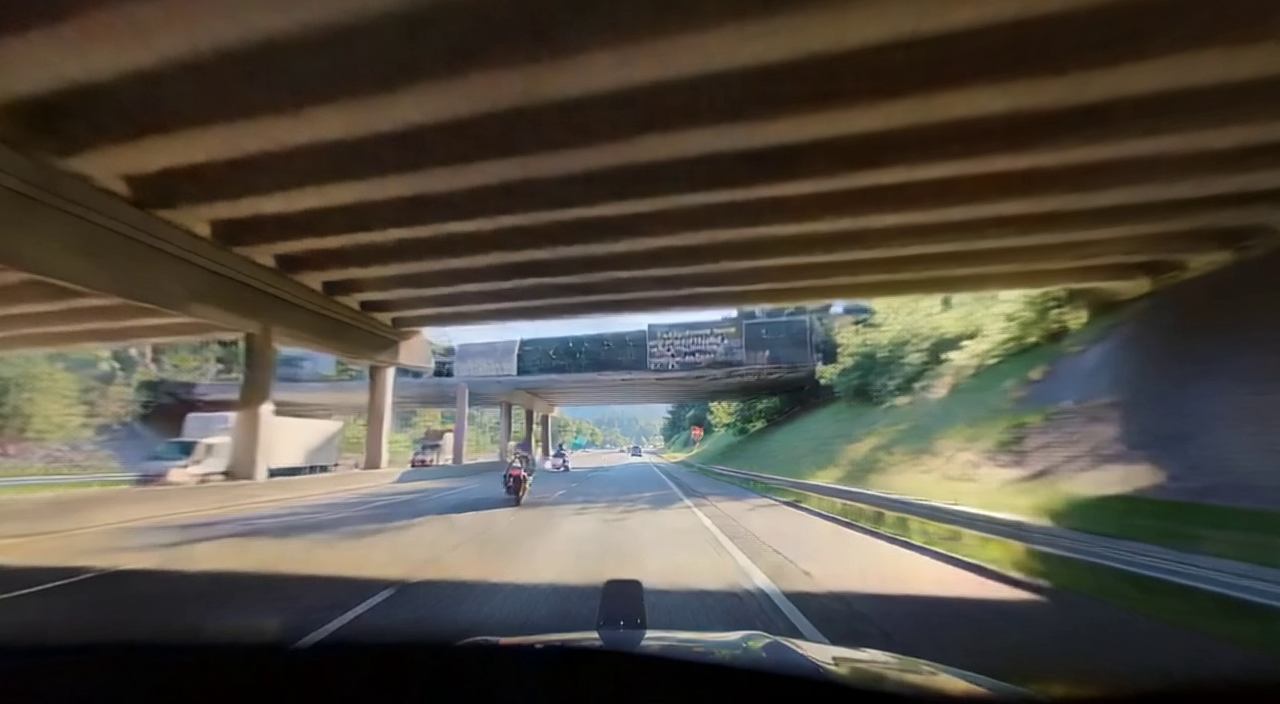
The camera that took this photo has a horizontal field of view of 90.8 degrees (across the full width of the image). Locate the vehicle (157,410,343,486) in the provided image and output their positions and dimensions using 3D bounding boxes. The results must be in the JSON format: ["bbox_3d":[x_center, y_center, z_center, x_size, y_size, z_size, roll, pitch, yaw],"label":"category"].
[{"bbox_3d":[-23.753,6.119,40.157,2.831,3.931,14.158,0,-9,0],"label":"vehicle"}]

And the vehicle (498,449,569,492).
[{"bbox_3d":[-3.987,4.497,24.272,1.992,1.504,4.117,0,-9,0],"label":"vehicle"}]
